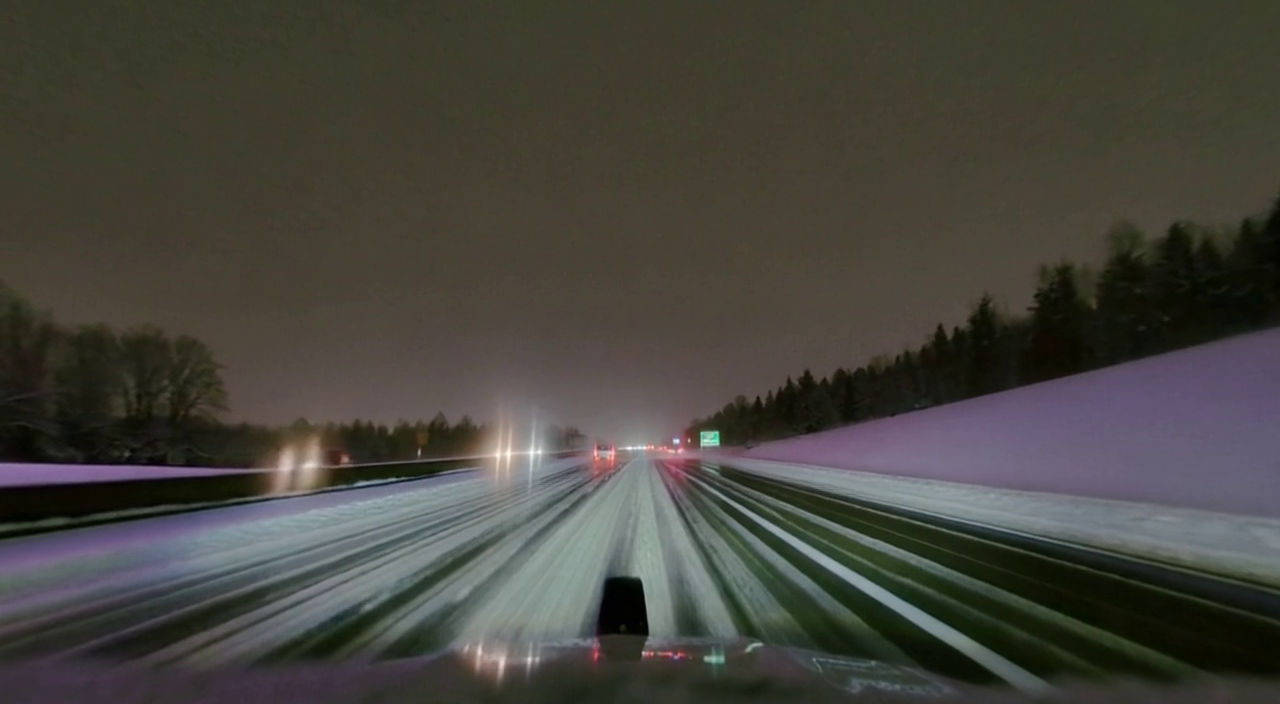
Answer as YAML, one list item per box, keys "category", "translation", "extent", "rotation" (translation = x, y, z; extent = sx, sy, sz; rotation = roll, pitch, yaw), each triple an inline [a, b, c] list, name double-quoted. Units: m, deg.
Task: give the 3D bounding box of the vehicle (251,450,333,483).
- category: "vehicle"
  translation: [-20.485, 6.732, 37.400]
  extent: [2.166, 1.740, 4.691]
  rotation: [0, -8, 0]
